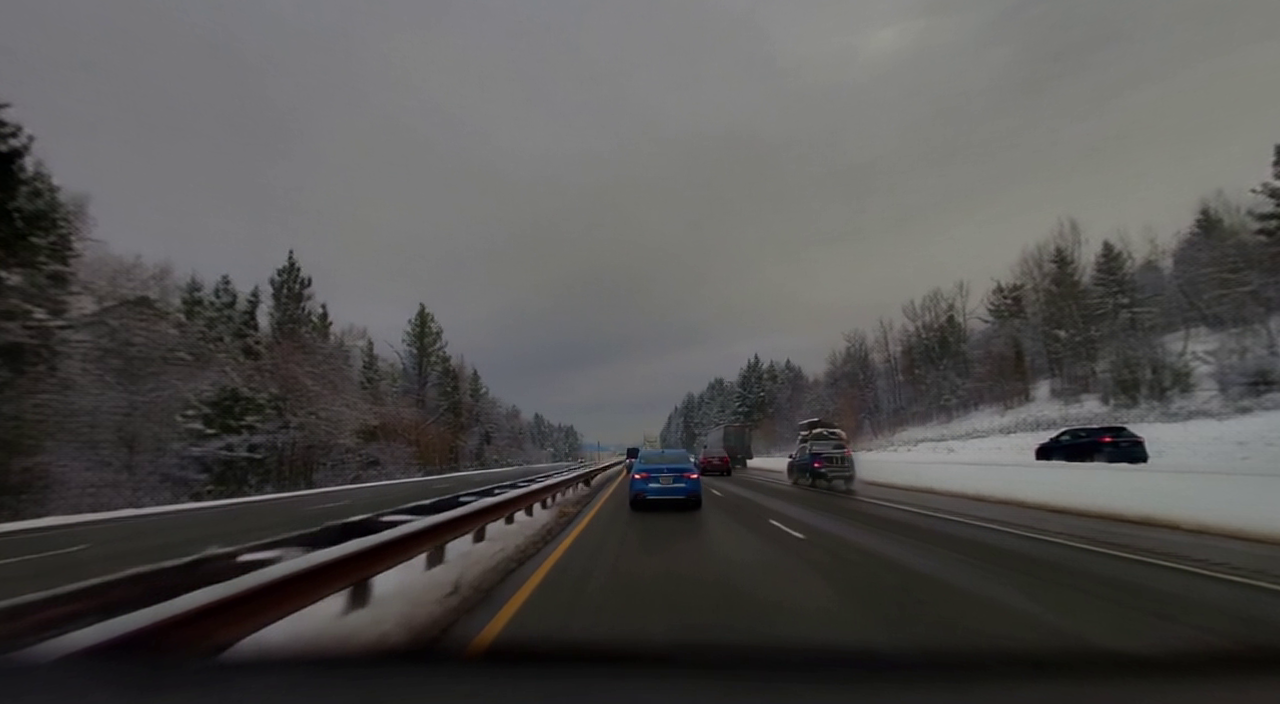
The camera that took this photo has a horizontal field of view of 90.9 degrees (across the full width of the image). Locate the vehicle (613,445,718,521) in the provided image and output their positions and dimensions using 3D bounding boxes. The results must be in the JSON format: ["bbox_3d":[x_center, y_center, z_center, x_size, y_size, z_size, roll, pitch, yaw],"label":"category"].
[{"bbox_3d":[0.484,2.898,14.423,2.076,1.485,3.774,0,-9,0],"label":"vehicle"}]

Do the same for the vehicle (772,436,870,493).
[{"bbox_3d":[6.482,4.092,23.206,2.177,1.827,4.565,0,-9,-1],"label":"vehicle"}]

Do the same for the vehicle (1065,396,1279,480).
[{"bbox_3d":[31.720,5.134,36.689,2.822,3.996,14.073,1,-9,-7],"label":"vehicle"}]

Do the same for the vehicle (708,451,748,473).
[{"bbox_3d":[6.025,7.597,43.676,2.015,1.454,4.324,0,-9,-2],"label":"vehicle"}]

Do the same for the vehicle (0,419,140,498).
[{"bbox_3d":[-33.357,6.055,36.106,2.902,3.981,7.819,-3,-8,0],"label":"vehicle"}]
